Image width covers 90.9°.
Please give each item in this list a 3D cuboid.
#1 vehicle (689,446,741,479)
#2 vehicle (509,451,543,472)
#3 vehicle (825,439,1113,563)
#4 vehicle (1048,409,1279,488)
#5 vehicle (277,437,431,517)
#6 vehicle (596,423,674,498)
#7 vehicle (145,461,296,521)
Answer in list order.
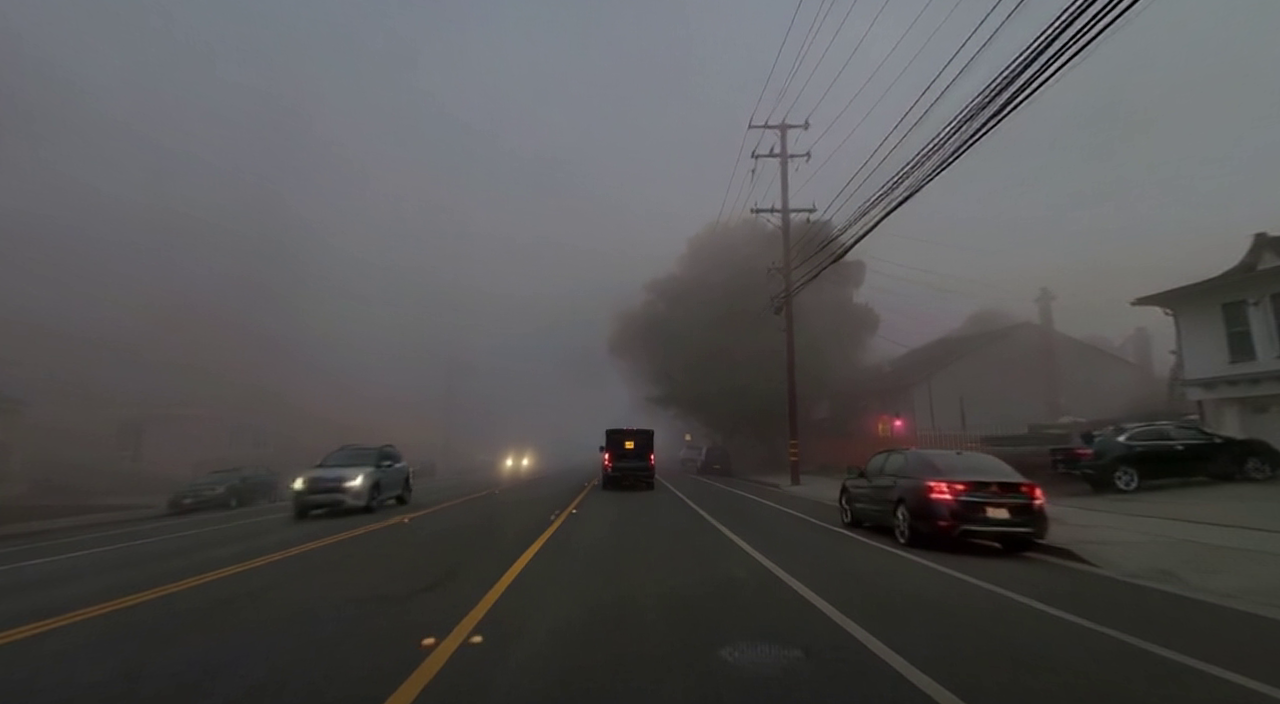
[{"bbox_3d":[3.696,5.564,31.913,1.946,1.530,4.240,0,-9,-3],"label":"vehicle"},{"bbox_3d":[-8.391,8.106,46.827,1.844,1.453,4.414,0,-9,-2],"label":"vehicle"},{"bbox_3d":[4.624,2.119,9.790,2.022,1.456,4.246,0,-9,-3],"label":"vehicle"},{"bbox_3d":[13.539,2.424,15.921,4.749,1.699,2.311,-2,-9,0],"label":"vehicle"},{"bbox_3d":[-7.035,3.087,16.126,1.993,1.737,4.353,0,-9,-2],"label":"vehicle"},{"bbox_3d":[-0.293,3.365,19.882,2.168,2.040,4.527,0,-9,-4],"label":"vehicle"},{"bbox_3d":[-13.178,4.349,20.238,2.004,1.441,4.572,-4,-8,-4],"label":"vehicle"}]
